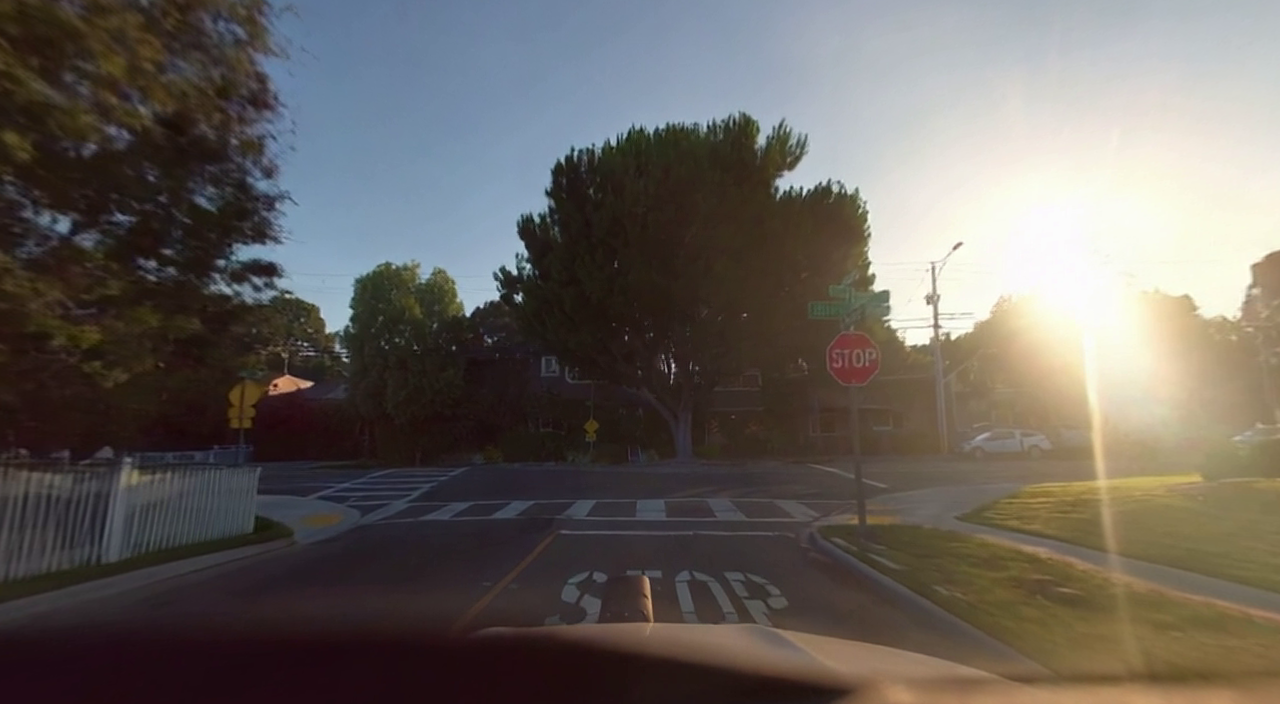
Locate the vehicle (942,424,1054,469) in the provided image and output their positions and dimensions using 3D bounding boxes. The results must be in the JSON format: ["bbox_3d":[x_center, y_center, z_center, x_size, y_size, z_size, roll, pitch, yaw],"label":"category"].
[{"bbox_3d":[18.883,5.028,33.474,2.395,2.164,4.475,5,-10,-27],"label":"vehicle"}]
